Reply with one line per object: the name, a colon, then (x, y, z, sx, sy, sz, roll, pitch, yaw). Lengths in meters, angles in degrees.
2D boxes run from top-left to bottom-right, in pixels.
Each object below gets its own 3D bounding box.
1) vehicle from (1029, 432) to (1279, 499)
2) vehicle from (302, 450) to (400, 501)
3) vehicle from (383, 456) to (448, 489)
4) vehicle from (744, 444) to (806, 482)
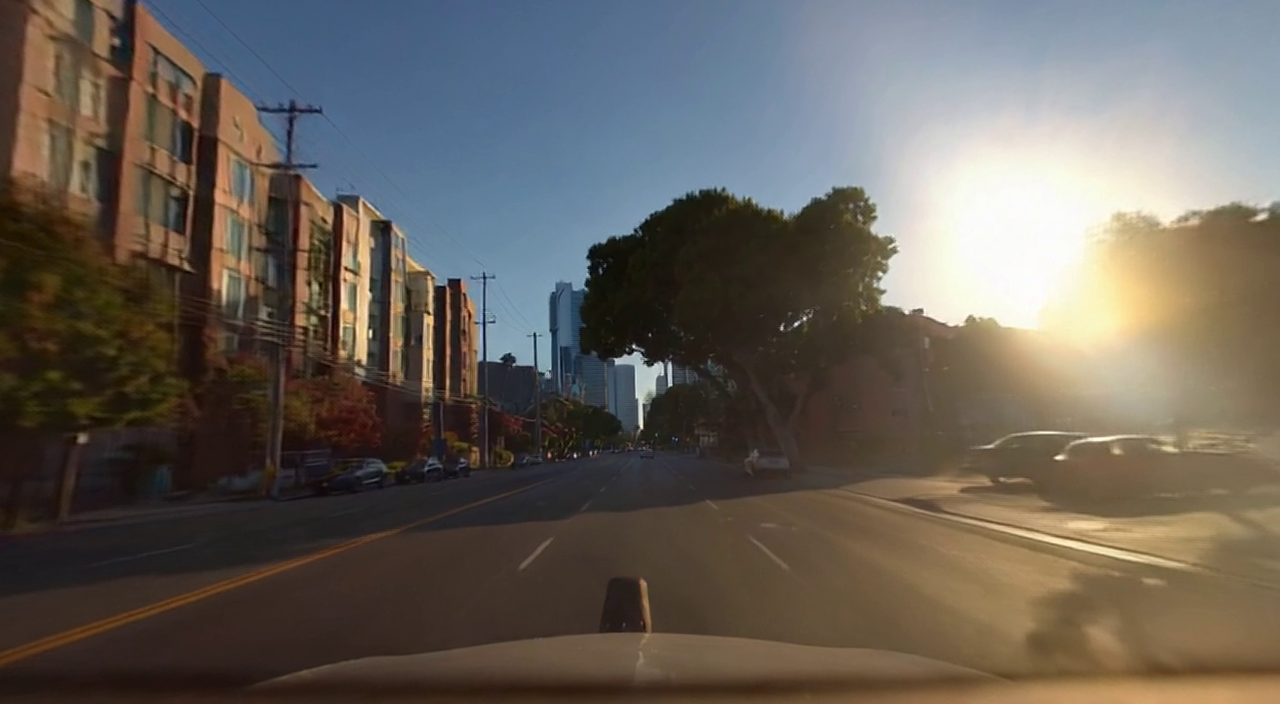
vehicle: (13.025, 2.851, 15.943, 4.833, 1.554, 2.085, 0, -9, 1)
vehicle: (-11.878, 5.062, 26.165, 1.979, 1.759, 4.435, -3, -9, 0)
vehicle: (-11.763, 6.317, 33.187, 1.876, 1.502, 4.506, -3, -9, -1)
vehicle: (6.775, 5.613, 32.150, 2.078, 1.766, 5.474, 0, -9, 1)
